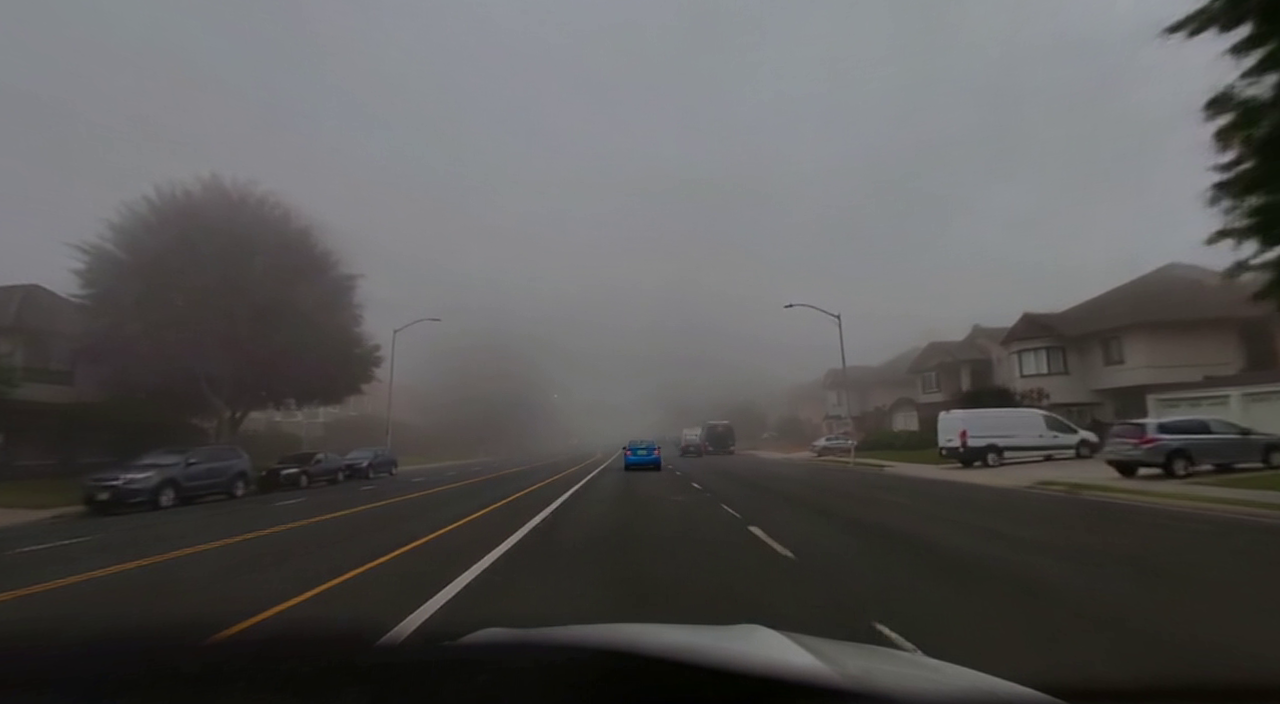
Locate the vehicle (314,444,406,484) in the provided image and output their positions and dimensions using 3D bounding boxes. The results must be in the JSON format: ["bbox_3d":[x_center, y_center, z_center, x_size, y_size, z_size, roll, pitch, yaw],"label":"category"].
[{"bbox_3d":[-14.275,5.705,32.643,2.078,1.833,5.666,-1,-8,1],"label":"vehicle"}]

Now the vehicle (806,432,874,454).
[{"bbox_3d":[15.184,6.904,48.139,4.456,1.520,1.911,-1,-8,-2],"label":"vehicle"}]

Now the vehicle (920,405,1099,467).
[{"bbox_3d":[14.742,3.392,25.471,5.696,2.299,2.292,0,-8,-2],"label":"vehicle"}]

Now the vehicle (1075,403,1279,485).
[{"bbox_3d":[15.083,2.519,17.461,4.481,1.988,2.065,-2,-8,-1],"label":"vehicle"}]

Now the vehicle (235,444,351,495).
[{"bbox_3d":[-14.489,4.878,26.790,2.140,1.899,4.900,-1,-8,0],"label":"vehicle"}]

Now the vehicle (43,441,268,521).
[{"bbox_3d":[-14.474,3.809,19.593,2.351,2.008,5.971,-1,-8,-1],"label":"vehicle"}]

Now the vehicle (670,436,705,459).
[{"bbox_3d":[3.387,6.862,45.583,2.161,1.519,4.568,-1,-8,0],"label":"vehicle"}]

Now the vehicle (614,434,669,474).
[{"bbox_3d":[0.027,4.223,26.311,2.093,1.497,4.010,0,-8,-1],"label":"vehicle"}]
